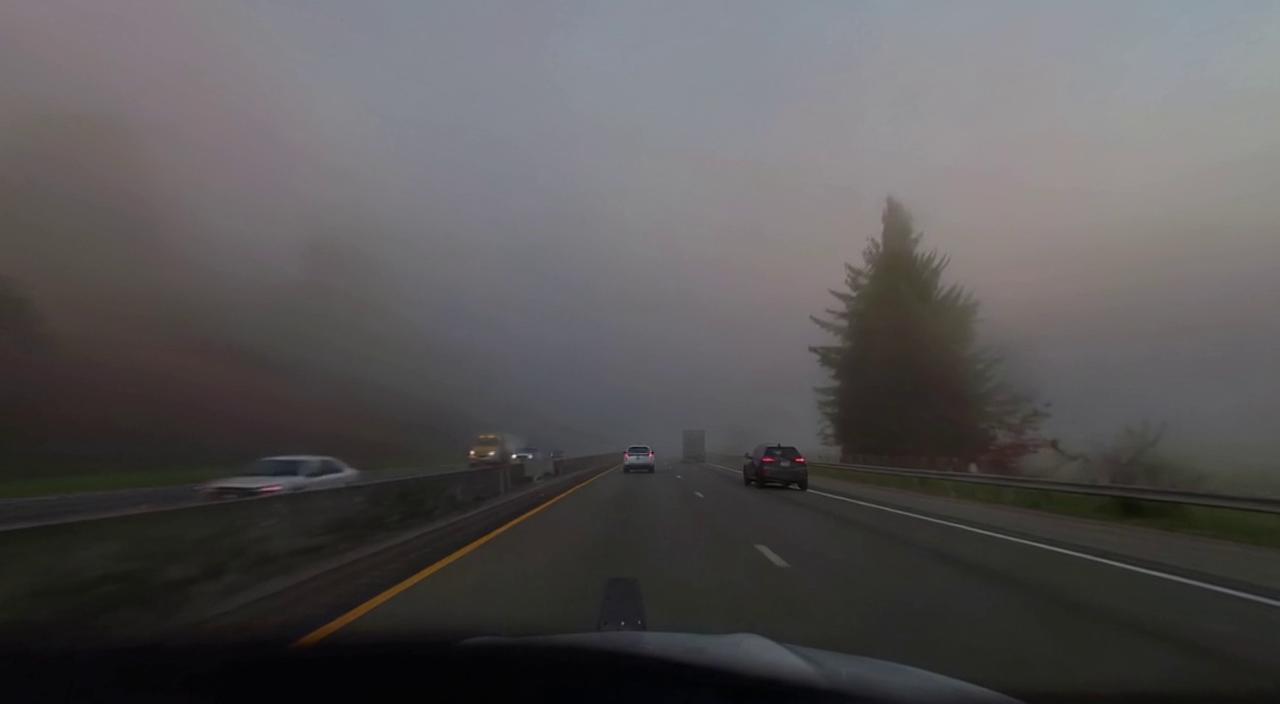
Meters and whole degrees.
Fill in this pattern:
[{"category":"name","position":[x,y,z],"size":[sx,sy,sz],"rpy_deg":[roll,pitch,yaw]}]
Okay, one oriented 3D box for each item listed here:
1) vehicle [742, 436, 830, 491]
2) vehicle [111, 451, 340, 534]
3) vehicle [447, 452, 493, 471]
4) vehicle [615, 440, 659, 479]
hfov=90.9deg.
[{"category":"vehicle","position":[4.948,3.873,22.119],"size":[2.040,1.721,4.507],"rpy_deg":[0,-9,1]},{"category":"vehicle","position":[-8.736,2.956,13.939],"size":[1.909,1.502,4.585],"rpy_deg":[0,-9,0]},{"category":"vehicle","position":[-12.490,8.090,46.621],"size":[2.143,1.327,4.511],"rpy_deg":[0,-9,1]},{"category":"vehicle","position":[-0.105,5.248,30.910],"size":[2.038,1.723,4.150],"rpy_deg":[0,-9,1]}]
